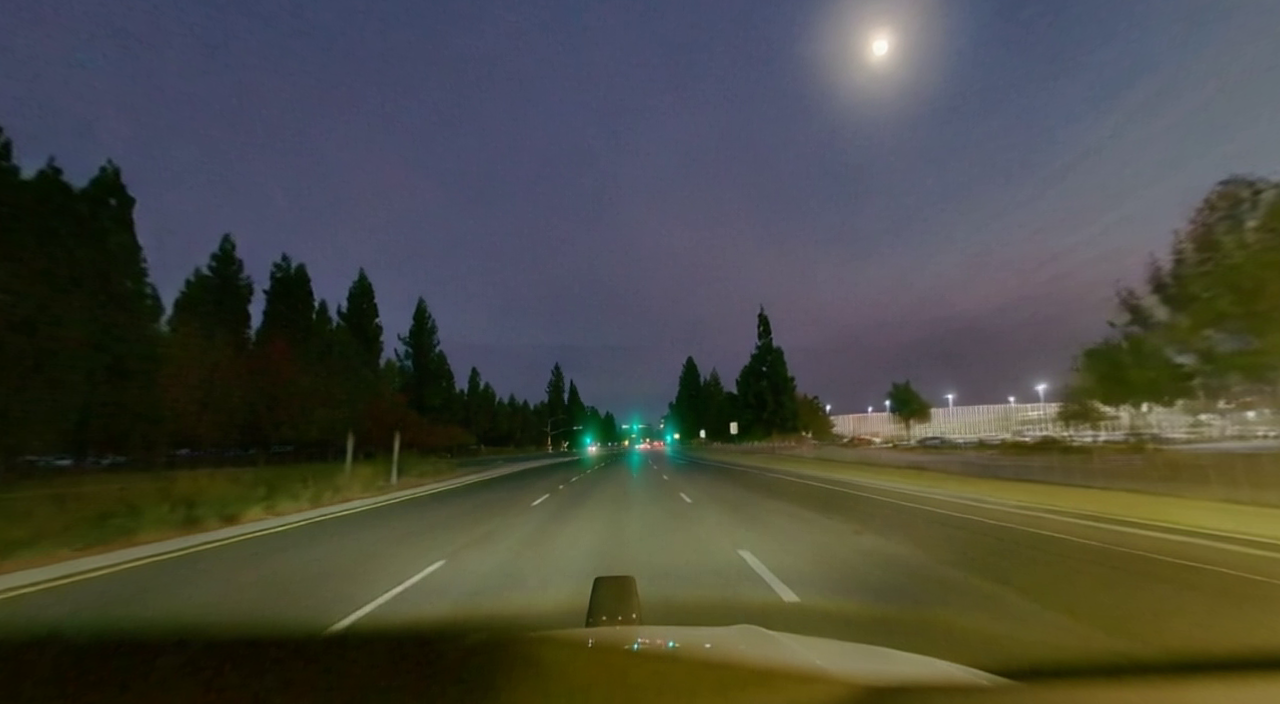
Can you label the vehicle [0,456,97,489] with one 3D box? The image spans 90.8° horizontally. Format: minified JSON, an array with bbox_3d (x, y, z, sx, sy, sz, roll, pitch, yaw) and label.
[{"bbox_3d":[-32.884,6.597,34.839,1.994,1.599,4.308,-2,-9,0],"label":"vehicle"}]
